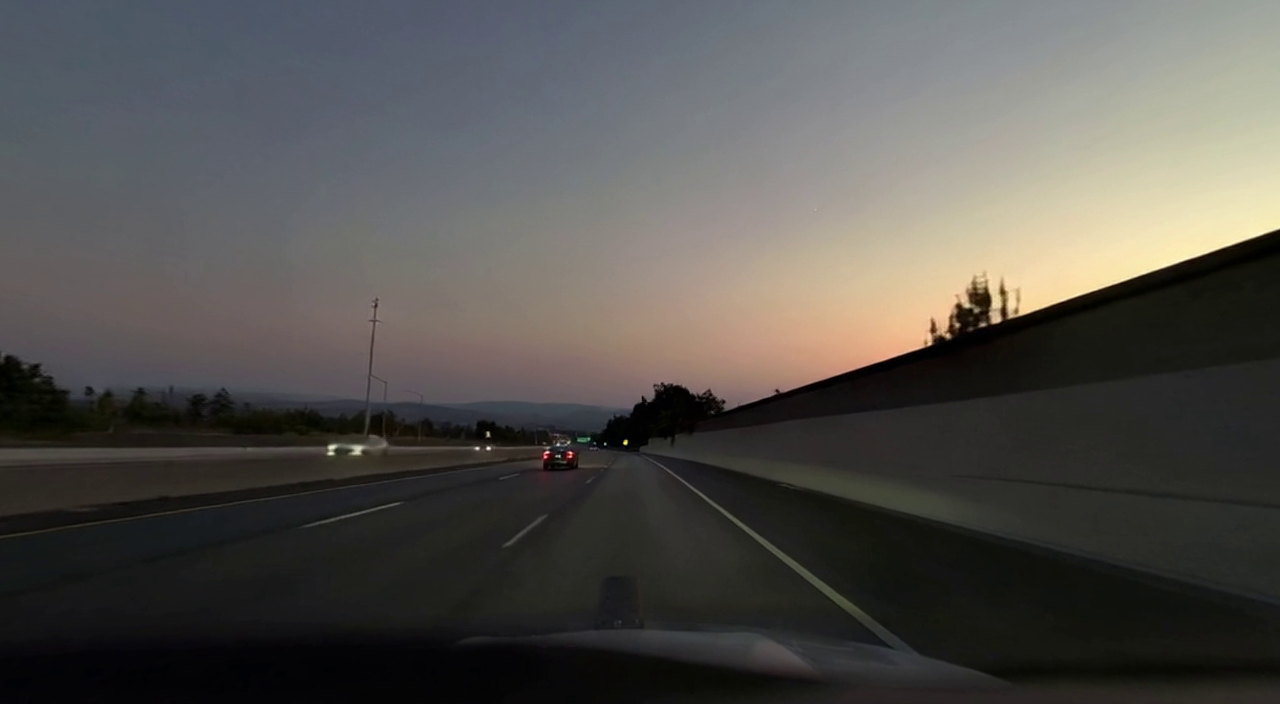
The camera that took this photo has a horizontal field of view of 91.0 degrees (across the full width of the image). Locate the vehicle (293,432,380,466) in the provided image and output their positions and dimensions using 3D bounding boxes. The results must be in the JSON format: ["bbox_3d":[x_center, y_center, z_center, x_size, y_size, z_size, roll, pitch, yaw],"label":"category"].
[{"bbox_3d":[-17.188,5.549,36.055,2.261,1.747,5.352,1,-9,0],"label":"vehicle"}]

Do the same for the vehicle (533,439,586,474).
[{"bbox_3d":[-4.089,5.391,32.711,2.133,1.683,4.340,1,-9,0],"label":"vehicle"}]

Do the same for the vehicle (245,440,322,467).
[{"bbox_3d":[-21.172,6.066,37.654,1.861,1.485,4.658,0,-9,0],"label":"vehicle"}]
